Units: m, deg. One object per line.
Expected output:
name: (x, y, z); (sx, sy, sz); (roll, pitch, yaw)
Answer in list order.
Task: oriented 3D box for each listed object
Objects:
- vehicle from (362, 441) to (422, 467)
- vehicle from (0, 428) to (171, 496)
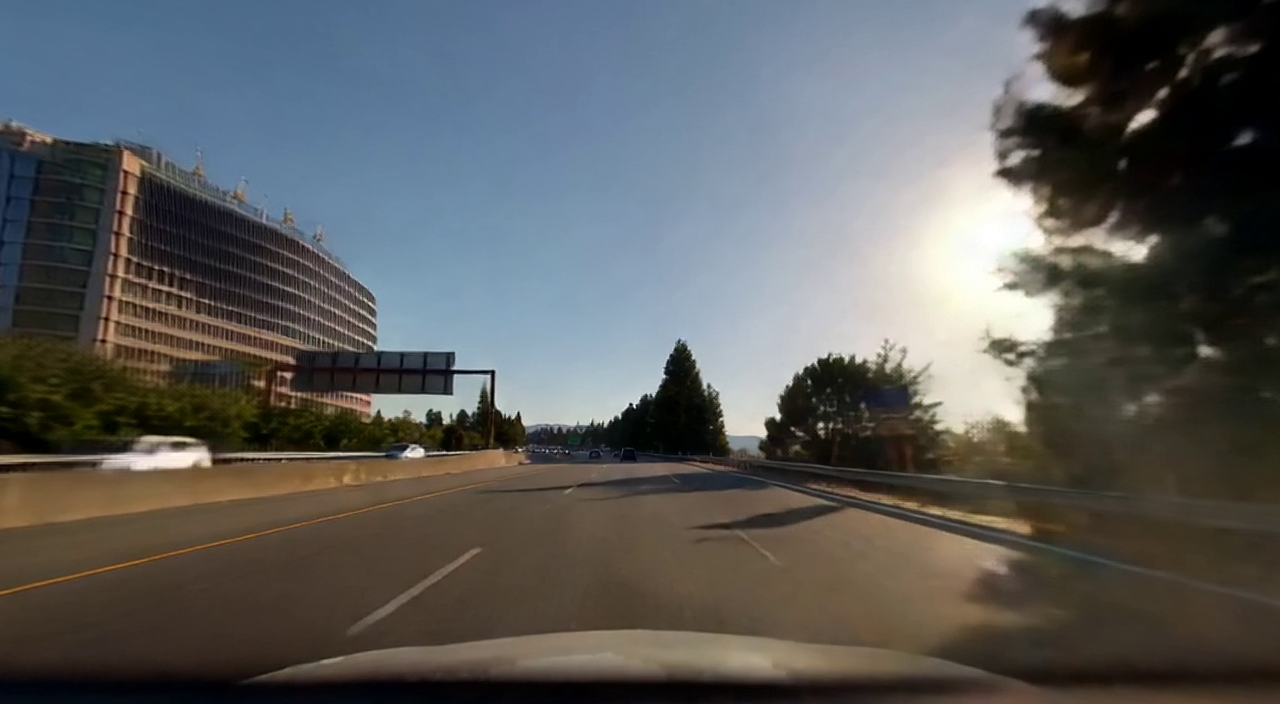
vehicle: (-14.740, 6.089, 37.688); (1.878, 1.478, 4.122); (0, -9, 0)
vehicle: (-14.663, 2.752, 16.068); (1.842, 1.473, 4.625); (0, -9, 0)
